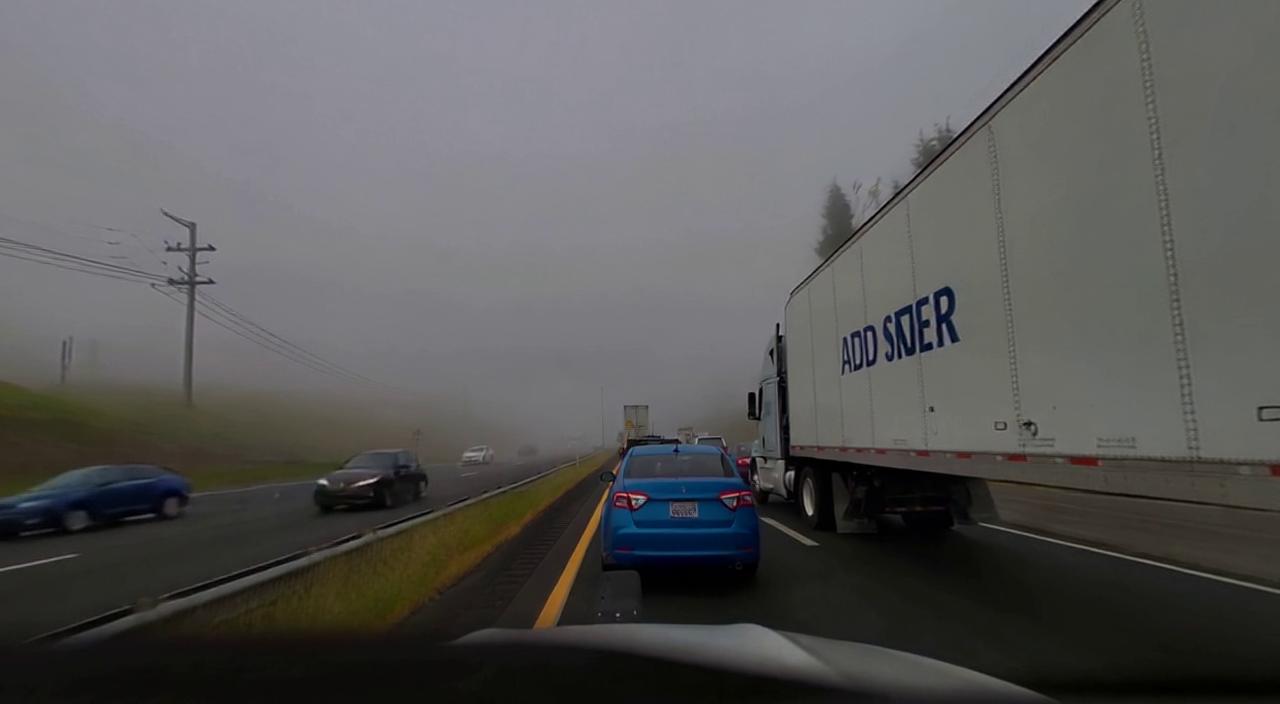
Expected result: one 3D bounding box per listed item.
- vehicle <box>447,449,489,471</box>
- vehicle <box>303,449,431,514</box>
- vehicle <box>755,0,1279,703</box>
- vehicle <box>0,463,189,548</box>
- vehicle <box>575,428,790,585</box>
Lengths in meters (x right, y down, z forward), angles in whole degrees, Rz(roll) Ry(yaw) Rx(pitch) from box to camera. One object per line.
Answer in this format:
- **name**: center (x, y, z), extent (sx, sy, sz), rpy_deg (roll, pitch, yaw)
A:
- **vehicle**: center (-12.545, 7.887, 46.238), extent (1.853, 1.445, 4.478), rpy_deg (-1, -8, -1)
- **vehicle**: center (-8.007, 3.794, 18.975), extent (1.991, 1.629, 4.259), rpy_deg (-1, -8, -1)
- **vehicle**: center (4.152, 0.132, 5.832), extent (3.138, 4.065, 14.276), rpy_deg (0, -8, -1)
- **vehicle**: center (-12.093, 3.211, 13.688), extent (1.795, 1.441, 3.759), rpy_deg (-1, -8, -1)
- **vehicle**: center (0.339, 1.723, 7.846), extent (2.045, 1.446, 3.597), rpy_deg (0, -8, -2)
